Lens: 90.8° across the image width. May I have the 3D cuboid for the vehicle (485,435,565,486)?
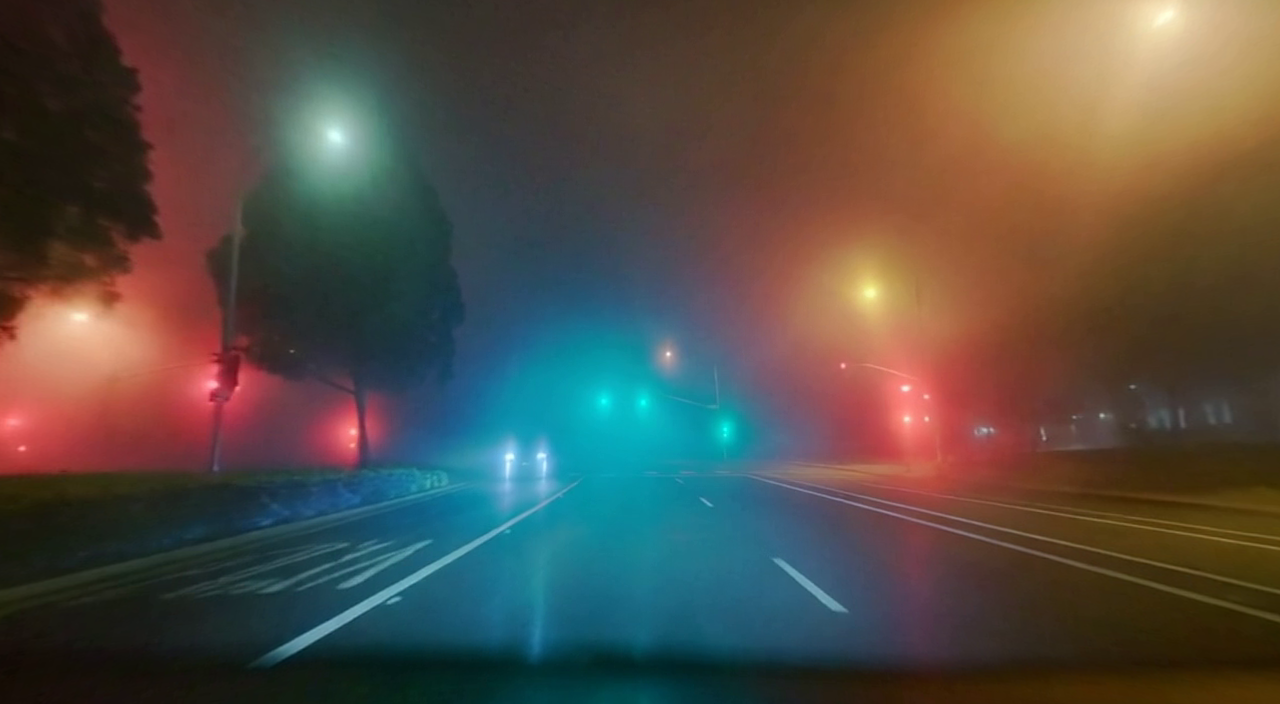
[{"bbox_3d":[-4.248,4.090,24.186,2.156,1.722,4.484,-1,-8,1],"label":"vehicle"}]
